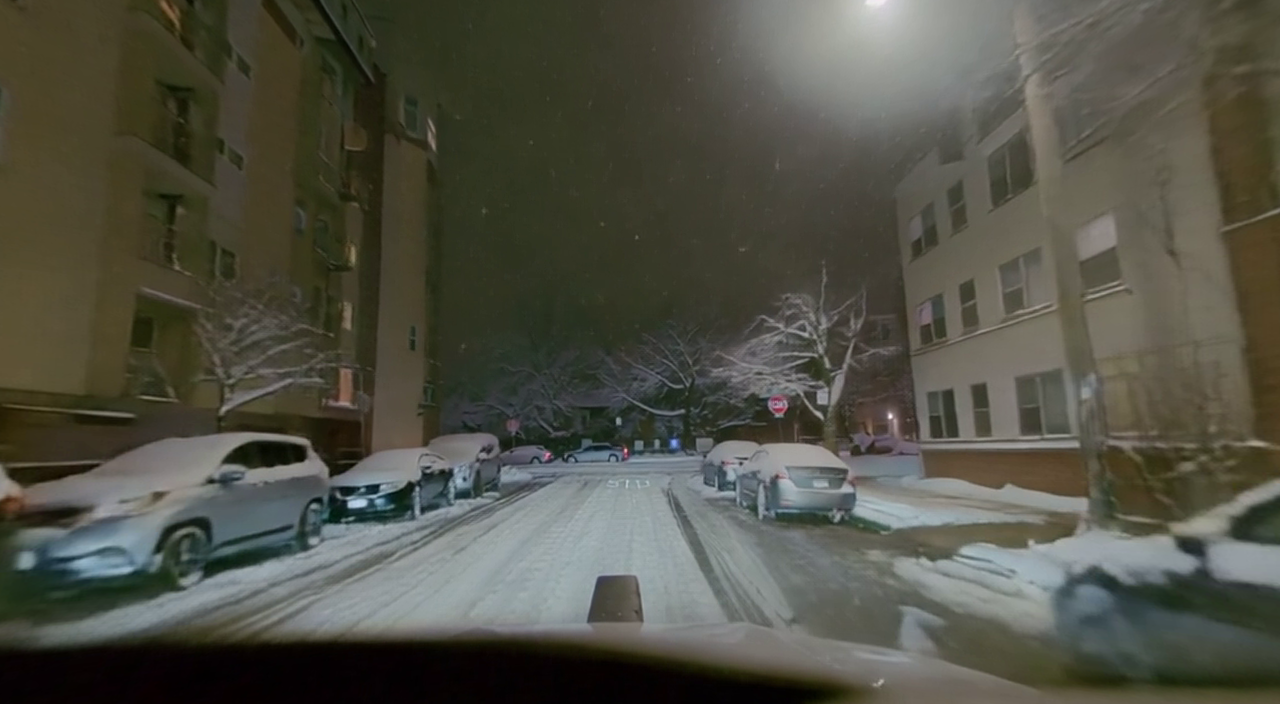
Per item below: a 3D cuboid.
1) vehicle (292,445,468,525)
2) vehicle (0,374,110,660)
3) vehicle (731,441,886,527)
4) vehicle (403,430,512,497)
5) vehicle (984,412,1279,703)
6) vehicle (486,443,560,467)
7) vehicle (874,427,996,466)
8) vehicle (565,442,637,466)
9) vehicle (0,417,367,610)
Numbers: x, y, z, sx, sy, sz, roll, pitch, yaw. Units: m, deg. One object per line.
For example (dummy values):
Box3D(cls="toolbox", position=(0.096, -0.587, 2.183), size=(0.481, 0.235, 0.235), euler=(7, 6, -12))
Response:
Box3D(cls="vehicle", position=(-5.589, 2.877, 14.368), size=(2.129, 1.505, 4.510), euler=(0, -8, -1))
Box3D(cls="vehicle", position=(-5.468, 0.914, 2.852), size=(2.216, 1.953, 4.553), euler=(0, -8, -2))
Box3D(cls="vehicle", position=(3.280, 2.652, 13.330), size=(1.919, 1.490, 4.339), euler=(0, -9, -2))
Box3D(cls="vehicle", position=(-5.825, 3.640, 21.128), size=(2.208, 1.903, 6.040), euler=(1, -8, -4))
Box3D(cls="vehicle", position=(3.368, 0.900, 1.843), size=(2.008, 1.479, 4.622), euler=(0, -8, -2))
Box3D(cls="vehicle", position=(-7.346, 6.544, 40.049), size=(4.423, 1.449, 1.813), euler=(1, -9, -5))
Box3D(cls="vehicle", position=(14.943, 4.820, 32.192), size=(5.190, 1.855, 2.100), euler=(1, -8, -5))
Box3D(cls="vehicle", position=(-2.453, 6.502, 40.347), size=(4.489, 1.470, 1.776), euler=(1, -9, -3))
Box3D(cls="vehicle", position=(-5.582, 1.842, 8.231), size=(2.075, 1.774, 4.596), euler=(0, -8, -2))
